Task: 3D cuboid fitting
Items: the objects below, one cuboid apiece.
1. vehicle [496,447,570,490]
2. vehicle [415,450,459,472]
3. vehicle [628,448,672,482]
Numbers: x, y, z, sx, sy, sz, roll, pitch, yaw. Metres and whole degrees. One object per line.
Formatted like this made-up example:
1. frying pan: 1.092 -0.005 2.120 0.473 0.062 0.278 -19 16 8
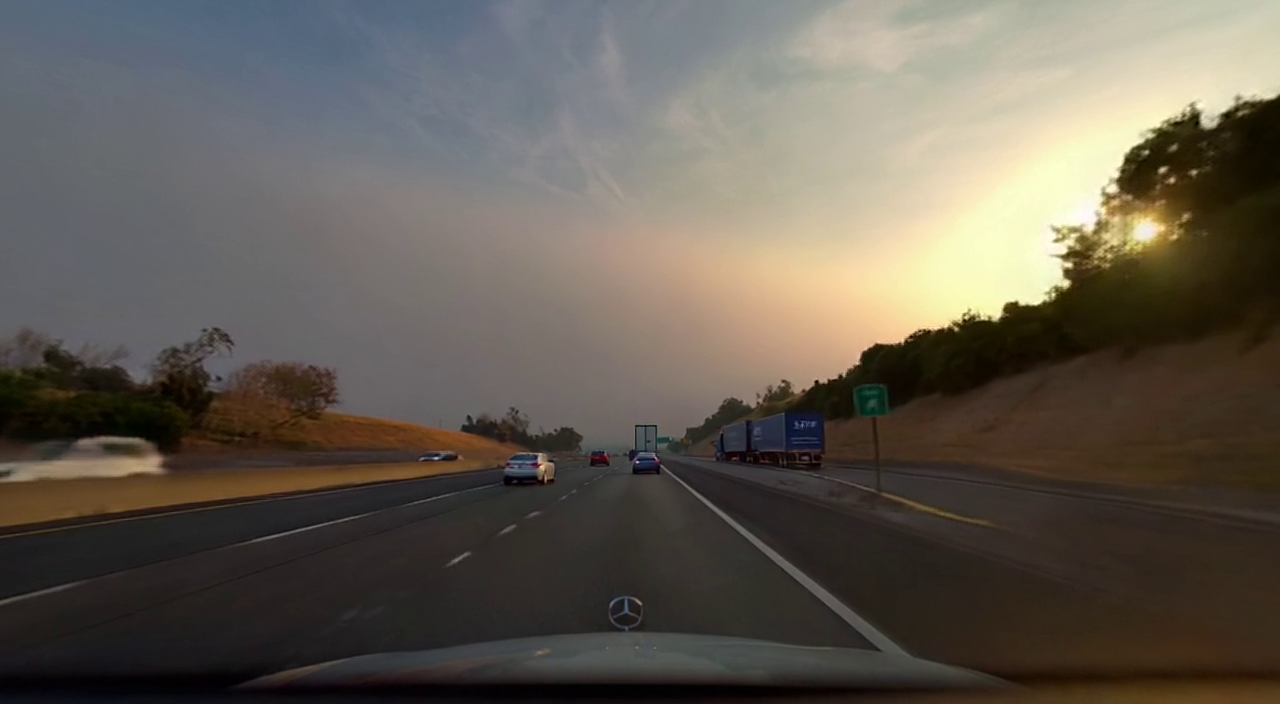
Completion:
1. vehicle: -3.987 4.427 24.288 2.018 1.504 4.431 0 -9 1
2. vehicle: -15.877 8.539 49.610 1.952 1.573 4.568 0 -9 0
3. vehicle: 0.461 5.387 30.283 1.991 1.507 3.391 0 -9 0
